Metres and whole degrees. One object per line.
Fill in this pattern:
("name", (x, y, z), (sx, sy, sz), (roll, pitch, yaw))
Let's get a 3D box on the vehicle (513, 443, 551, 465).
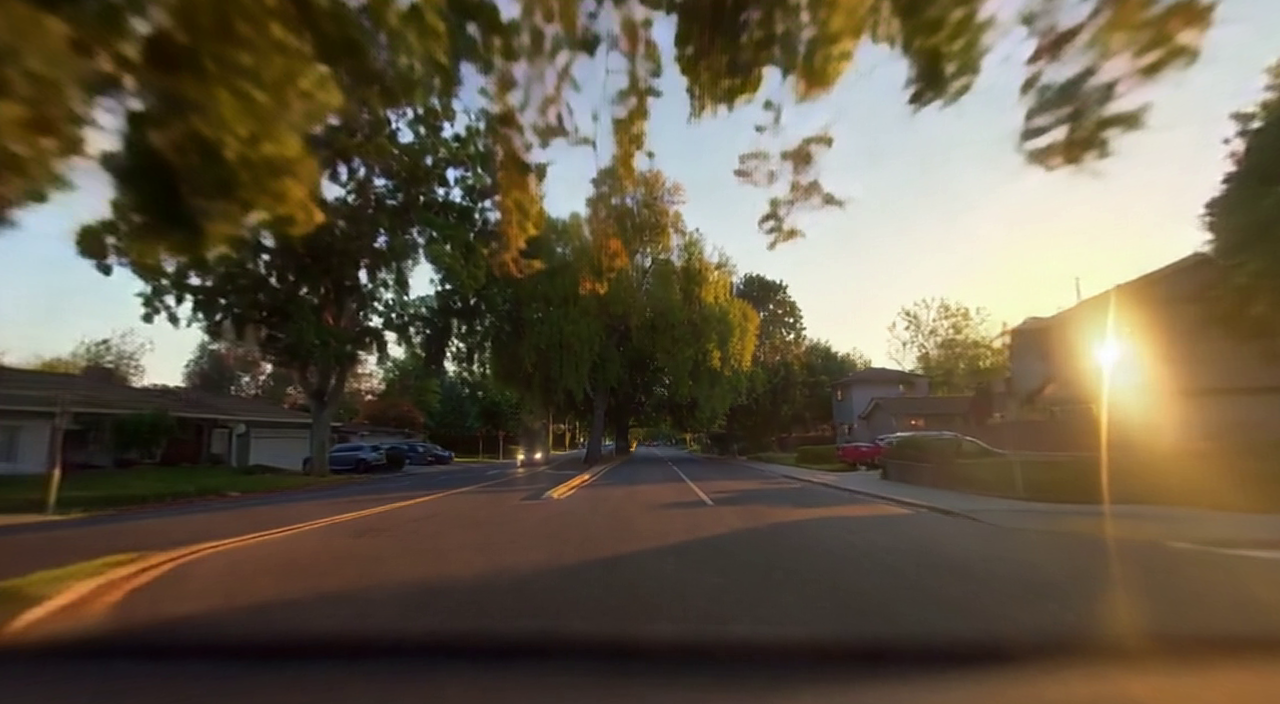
("vehicle", (-8.094, 7.637, 47.457), (2.044, 1.548, 4.284), (0, -8, 1))
